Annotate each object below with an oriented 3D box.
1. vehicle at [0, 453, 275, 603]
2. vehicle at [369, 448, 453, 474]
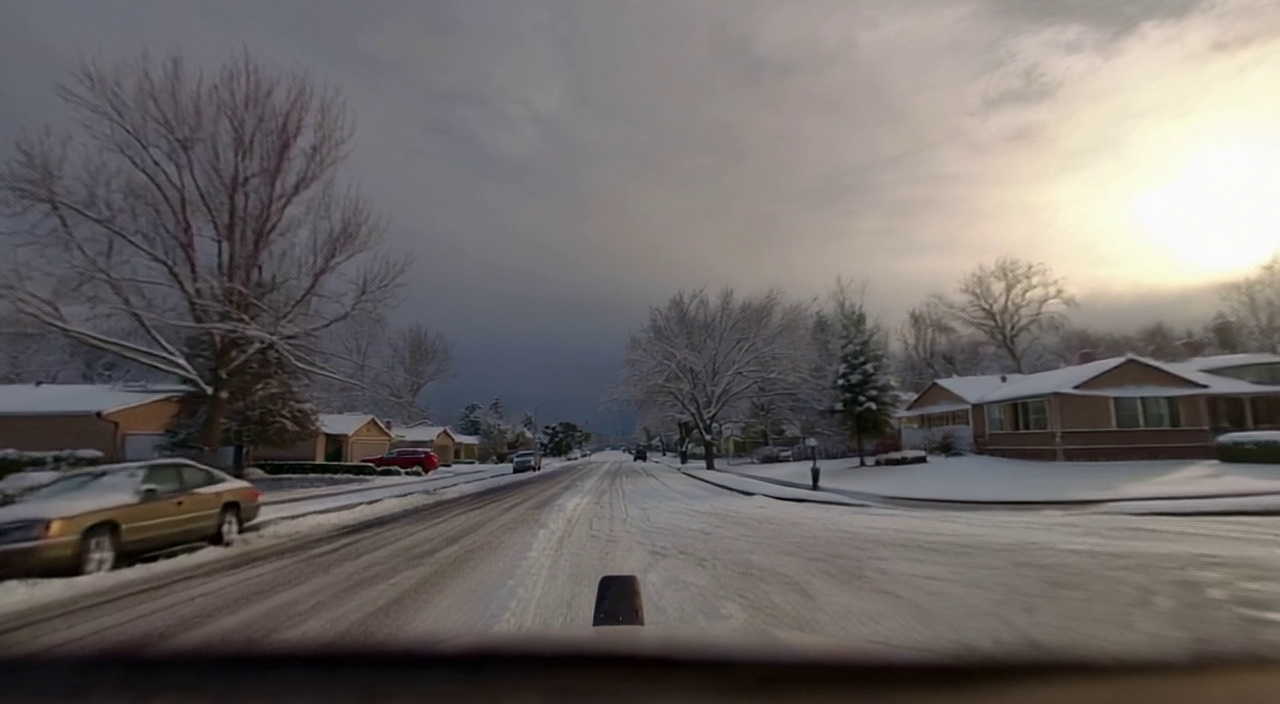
[{"bbox_3d":[-7.236,2.224,8.671,1.938,1.499,4.290,-3,-9,-1],"label":"vehicle"},{"bbox_3d":[-15.379,7.344,42.424,4.850,1.676,1.920,0,-9,2],"label":"vehicle"}]
